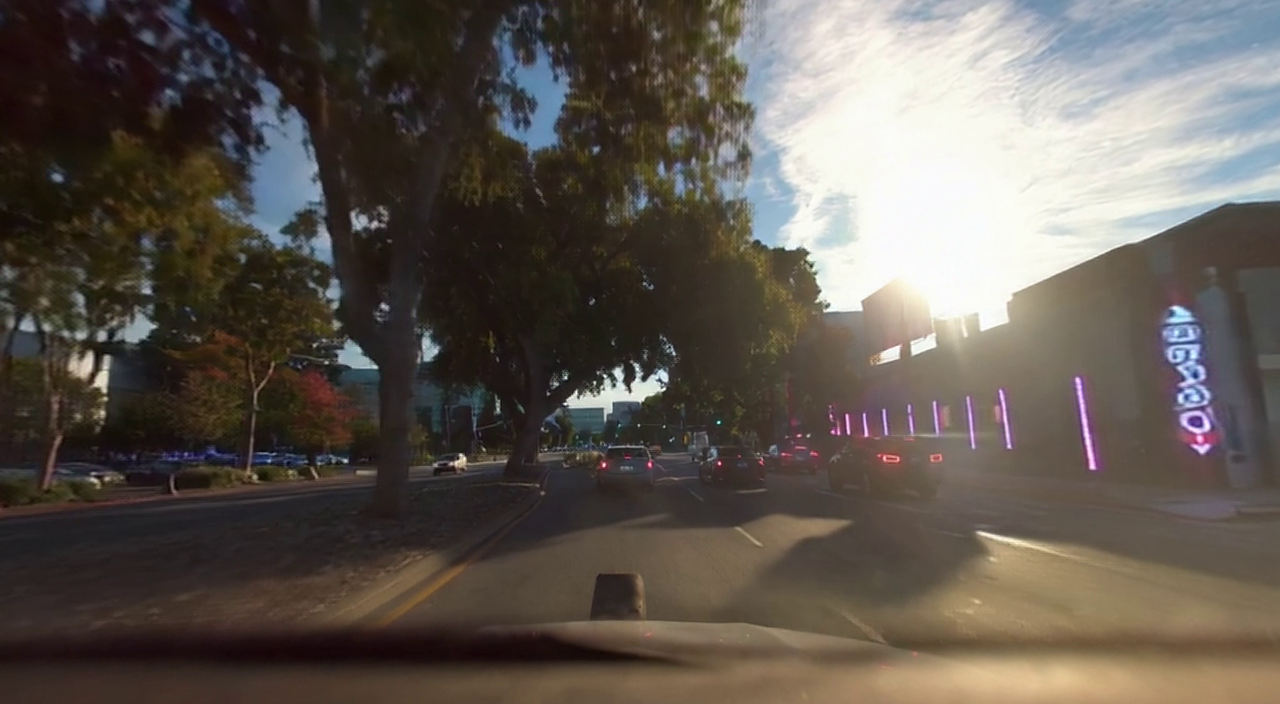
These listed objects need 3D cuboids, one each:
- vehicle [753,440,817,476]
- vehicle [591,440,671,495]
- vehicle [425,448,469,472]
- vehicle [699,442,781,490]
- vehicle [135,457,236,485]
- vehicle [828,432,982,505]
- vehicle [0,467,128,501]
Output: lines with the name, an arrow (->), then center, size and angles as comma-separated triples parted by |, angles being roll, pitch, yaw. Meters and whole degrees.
vehicle -> 7.238, 5.354, 32.026 | 2.025, 1.666, 4.448 | 0, -9, -2
vehicle -> -0.326, 3.402, 18.939 | 2.101, 1.444, 4.248 | 0, -9, -2
vehicle -> -13.390, 7.515, 44.076 | 1.934, 1.491, 3.684 | -1, -8, 0
vehicle -> 3.314, 3.878, 21.846 | 1.993, 1.477, 4.240 | 0, -9, -2
vehicle -> -27.929, 7.311, 38.908 | 4.640, 1.640, 2.026 | -1, -9, 1
vehicle -> 7.007, 3.139, 17.436 | 2.052, 1.708, 4.842 | 0, -9, -1
vehicle -> -28.150, 6.399, 30.796 | 4.693, 1.499, 1.838 | 0, -9, 0
